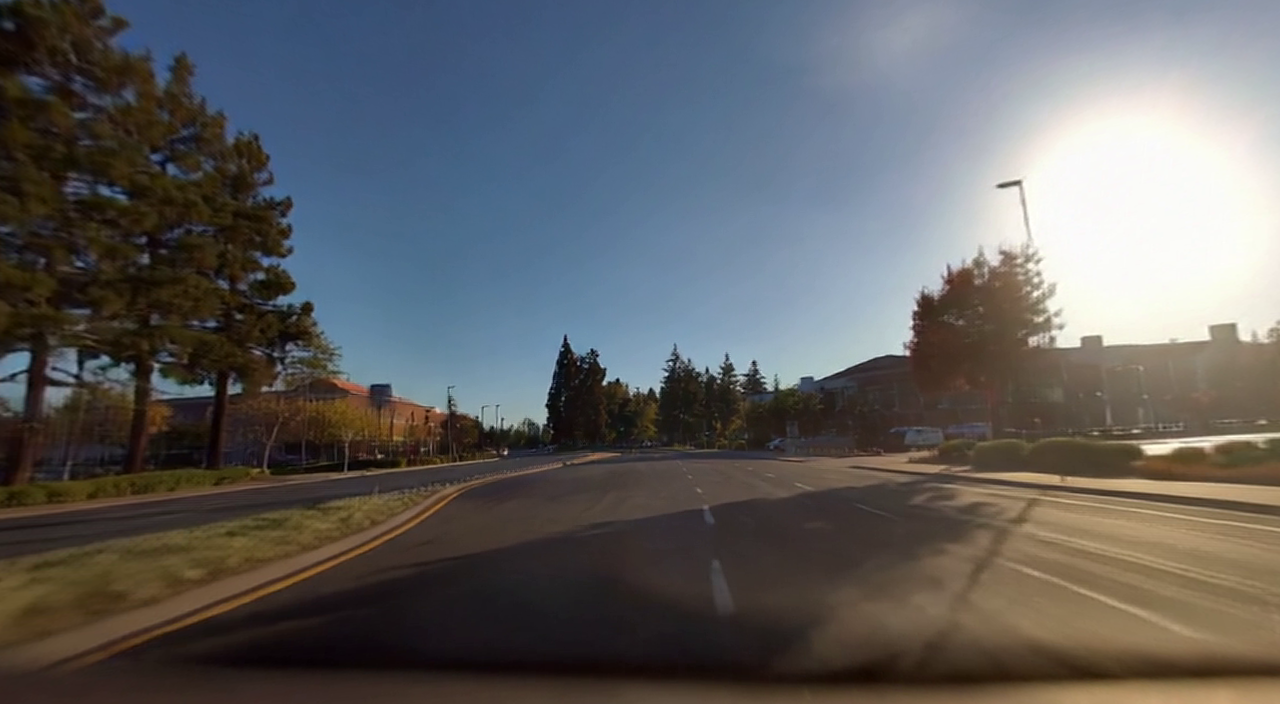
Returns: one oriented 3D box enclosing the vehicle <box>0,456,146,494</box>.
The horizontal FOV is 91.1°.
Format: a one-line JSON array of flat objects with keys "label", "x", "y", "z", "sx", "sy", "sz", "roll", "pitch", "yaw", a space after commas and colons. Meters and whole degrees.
[{"label": "vehicle", "x": -32.013, "y": 6.901, "z": 35.712, "sx": 2.510, "sy": 1.873, "sz": 5.815, "roll": -2, "pitch": -9, "yaw": 10}]
